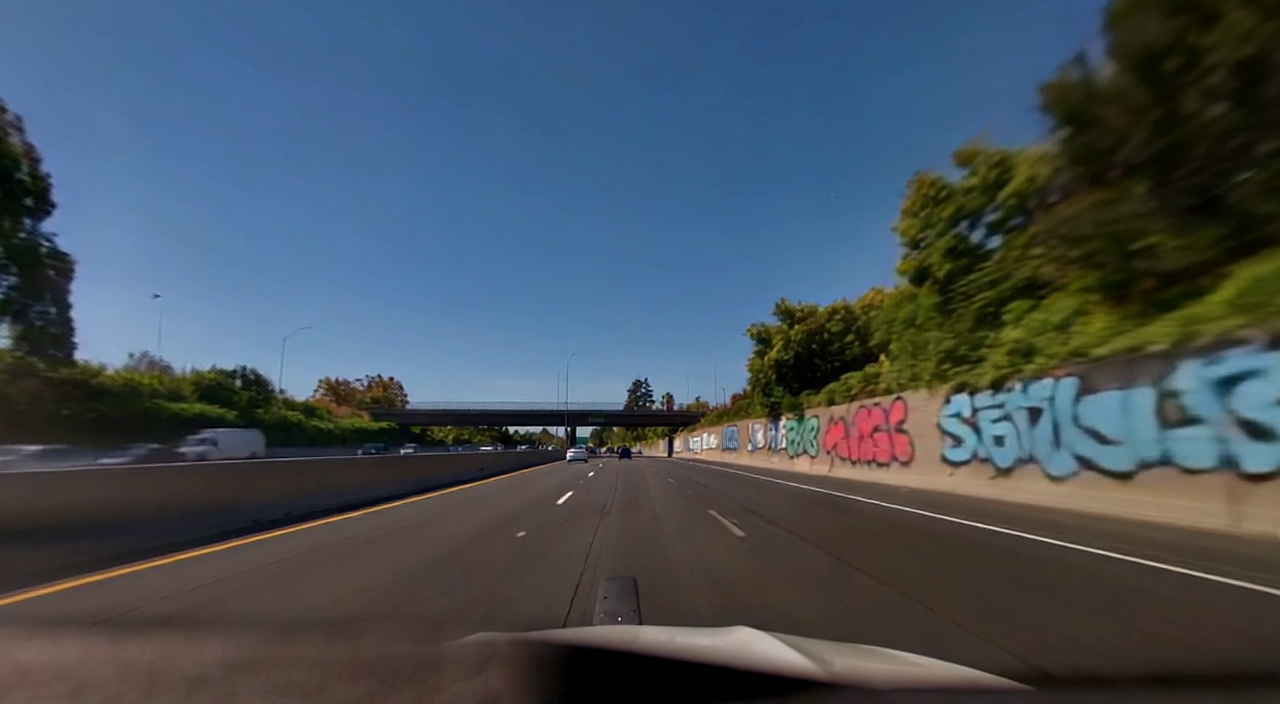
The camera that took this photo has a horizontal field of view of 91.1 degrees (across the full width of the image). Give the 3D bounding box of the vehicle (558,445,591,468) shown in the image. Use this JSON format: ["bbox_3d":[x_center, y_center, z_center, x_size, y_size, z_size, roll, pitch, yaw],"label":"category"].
[{"bbox_3d":[-4.342,6.974,42.192,1.871,1.459,3.771,0,-9,-1],"label":"vehicle"}]
